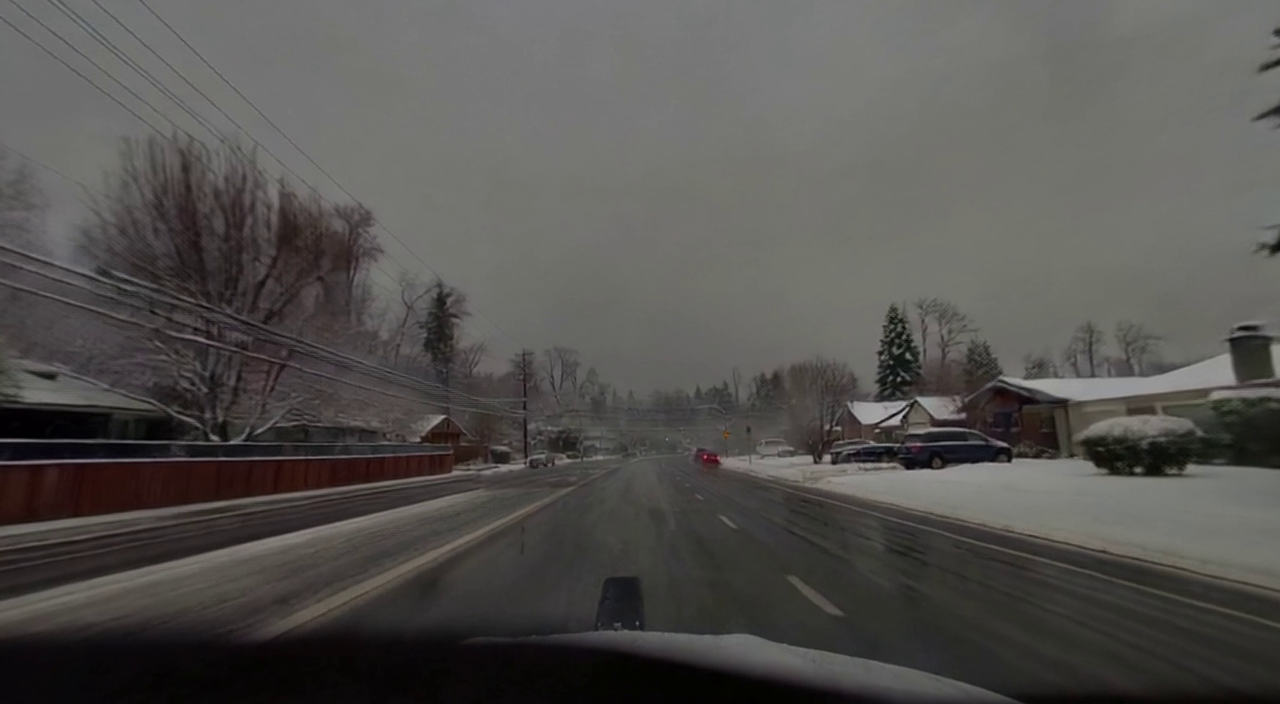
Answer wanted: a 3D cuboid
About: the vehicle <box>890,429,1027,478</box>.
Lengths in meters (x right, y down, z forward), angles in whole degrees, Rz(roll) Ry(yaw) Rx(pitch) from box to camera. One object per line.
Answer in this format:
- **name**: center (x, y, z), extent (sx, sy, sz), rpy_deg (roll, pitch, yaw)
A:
- **vehicle**: center (13.530, 4.359, 27.094), extent (4.711, 1.979, 2.019), rpy_deg (-1, -9, 4)
